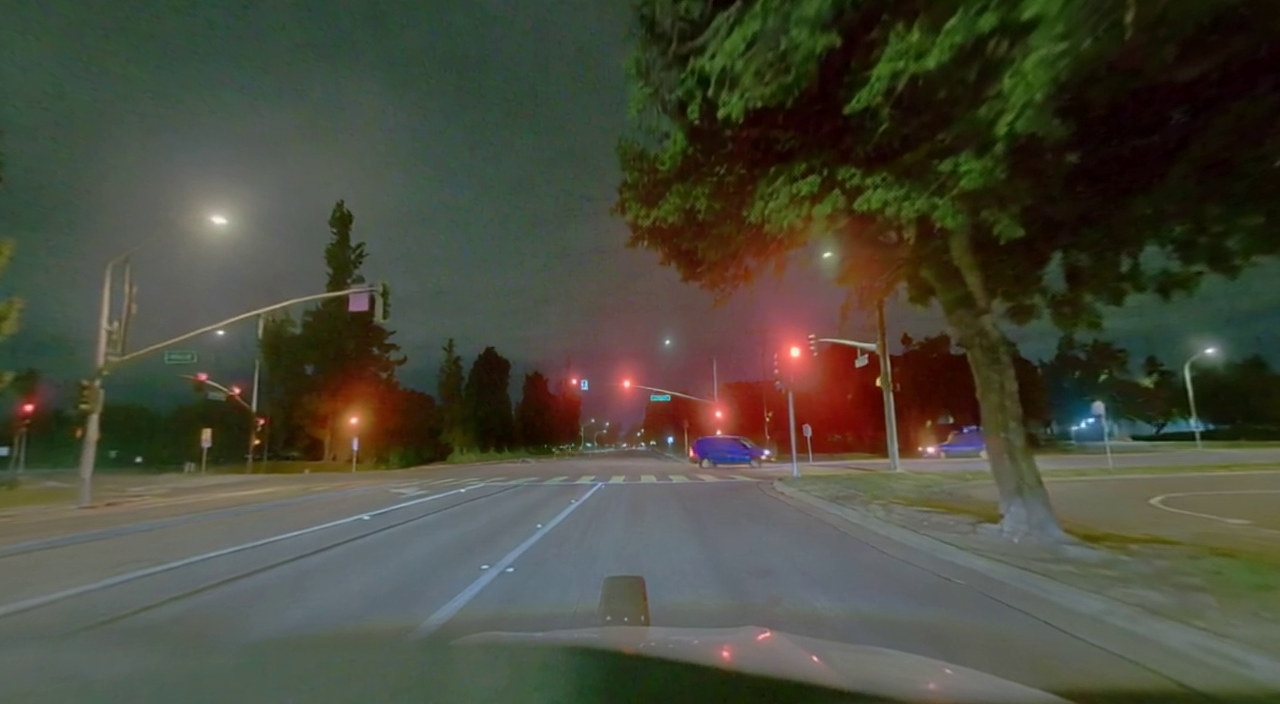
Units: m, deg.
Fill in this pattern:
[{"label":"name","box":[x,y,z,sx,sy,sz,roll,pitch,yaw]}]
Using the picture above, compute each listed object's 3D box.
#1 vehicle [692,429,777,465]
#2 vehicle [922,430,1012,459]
[{"label":"vehicle","box":[5.534,5.559,36.915,4.536,1.965,1.780,-4,-9,26]},{"label":"vehicle","box":[21.306,6.065,41.198,4.790,1.798,1.909,0,-8,1]}]
